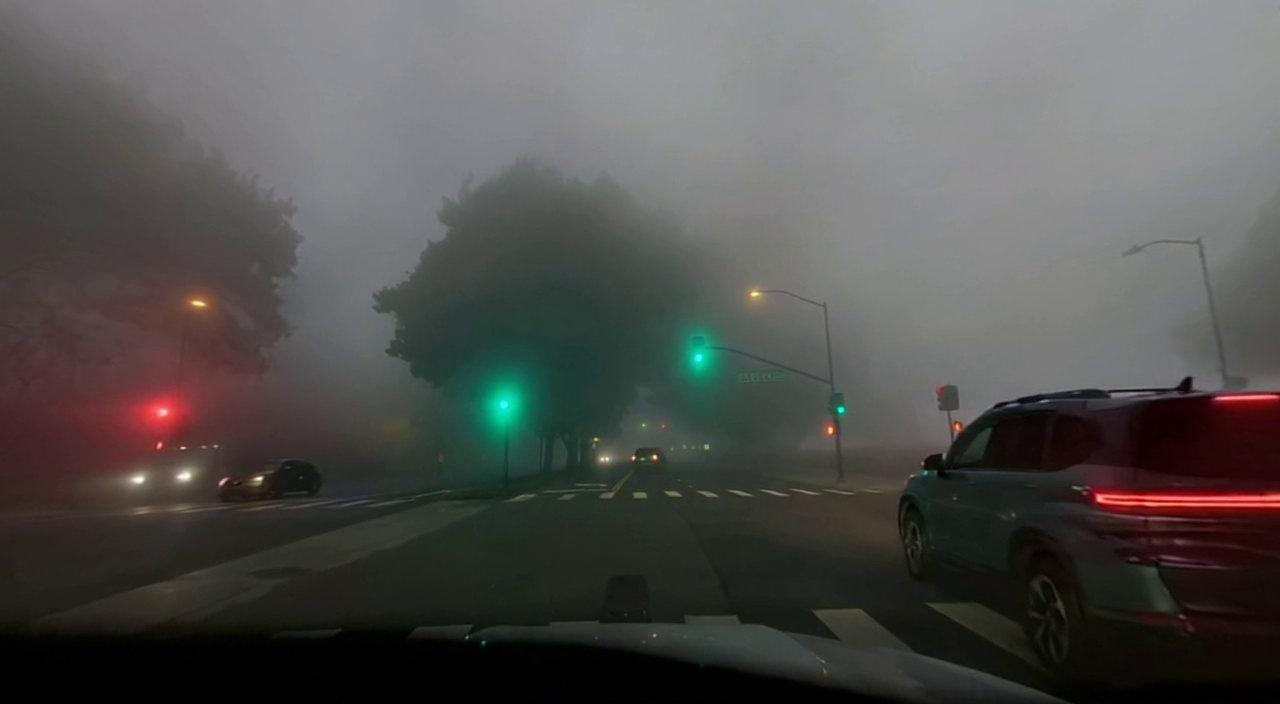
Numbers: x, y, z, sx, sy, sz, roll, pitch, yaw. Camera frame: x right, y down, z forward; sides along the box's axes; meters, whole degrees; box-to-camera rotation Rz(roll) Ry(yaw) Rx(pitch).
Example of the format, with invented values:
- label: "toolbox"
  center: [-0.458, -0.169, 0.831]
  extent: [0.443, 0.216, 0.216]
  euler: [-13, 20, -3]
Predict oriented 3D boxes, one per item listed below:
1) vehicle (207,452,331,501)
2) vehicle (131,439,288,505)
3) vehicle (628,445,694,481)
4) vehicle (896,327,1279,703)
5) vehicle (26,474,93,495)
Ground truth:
- label: "vehicle"
  center: [-14.967, 4.999, 25.810]
  extent: [2.169, 1.753, 4.640]
  euler: [0, -8, 1]
- label: "vehicle"
  center: [-18.734, 5.183, 27.959]
  extent: [2.557, 2.580, 5.856]
  euler: [-1, -8, 3]
- label: "vehicle"
  center: [1.143, 5.526, 31.753]
  extent: [2.153, 1.658, 4.569]
  euler: [-3, -9, 18]
- label: "vehicle"
  center: [3.606, 1.023, 3.905]
  extent: [2.301, 1.767, 4.289]
  euler: [0, -8, 1]
- label: "vehicle"
  center: [-44.586, 10.153, 48.443]
  extent: [3.497, 1.415, 1.569]
  euler: [-1, -8, -1]
